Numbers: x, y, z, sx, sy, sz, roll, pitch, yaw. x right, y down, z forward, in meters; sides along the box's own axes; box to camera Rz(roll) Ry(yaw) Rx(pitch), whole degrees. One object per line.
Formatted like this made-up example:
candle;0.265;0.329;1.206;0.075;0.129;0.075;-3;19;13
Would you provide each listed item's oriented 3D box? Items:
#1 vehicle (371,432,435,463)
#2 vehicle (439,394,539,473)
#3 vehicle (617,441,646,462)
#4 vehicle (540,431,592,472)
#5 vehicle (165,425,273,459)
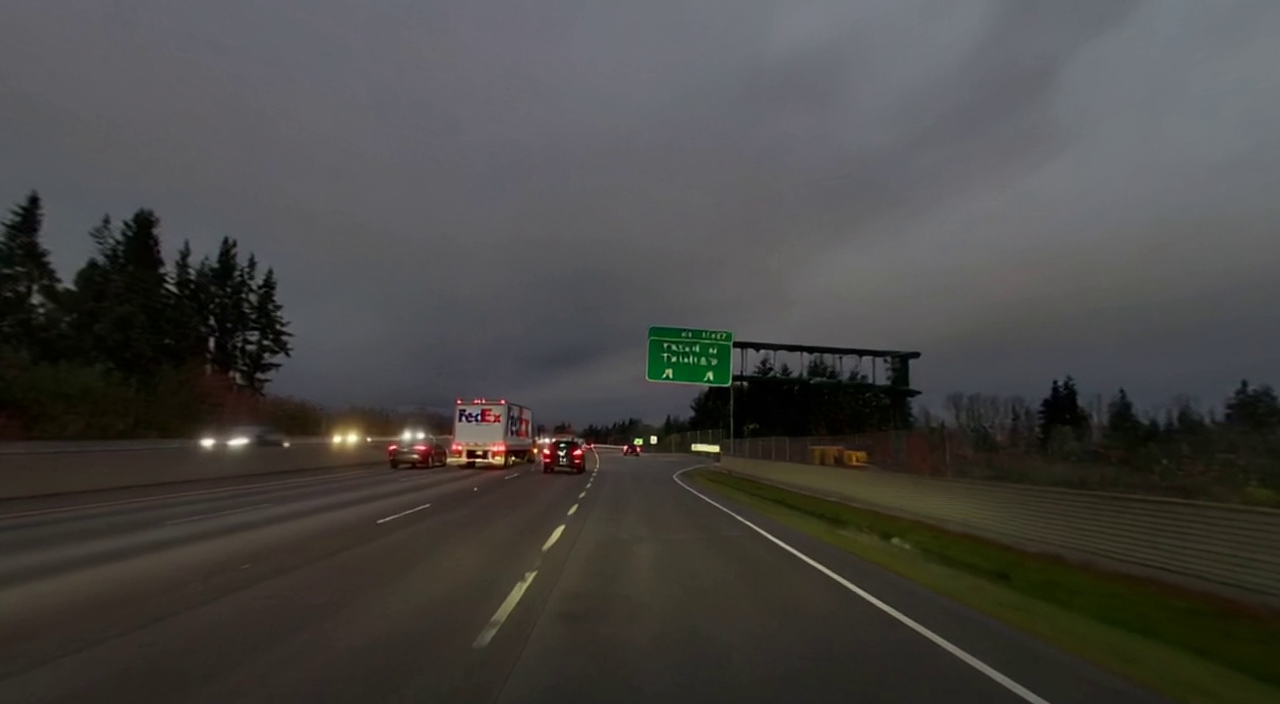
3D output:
vehicle;-13.646;5.555;36.680;2.018;1.668;4.409;0;-9;-1
vehicle;-6.985;4.040;30.681;2.870;3.266;8.589;0;-9;-1
vehicle;-0.680;7.520;47.630;2.043;1.489;3.839;0;-9;-2
vehicle;-3.619;4.979;31.679;2.170;1.886;4.628;0;-9;-1
vehicle;-23.256;5.031;35.272;2.162;1.730;5.777;0;-9;-1
